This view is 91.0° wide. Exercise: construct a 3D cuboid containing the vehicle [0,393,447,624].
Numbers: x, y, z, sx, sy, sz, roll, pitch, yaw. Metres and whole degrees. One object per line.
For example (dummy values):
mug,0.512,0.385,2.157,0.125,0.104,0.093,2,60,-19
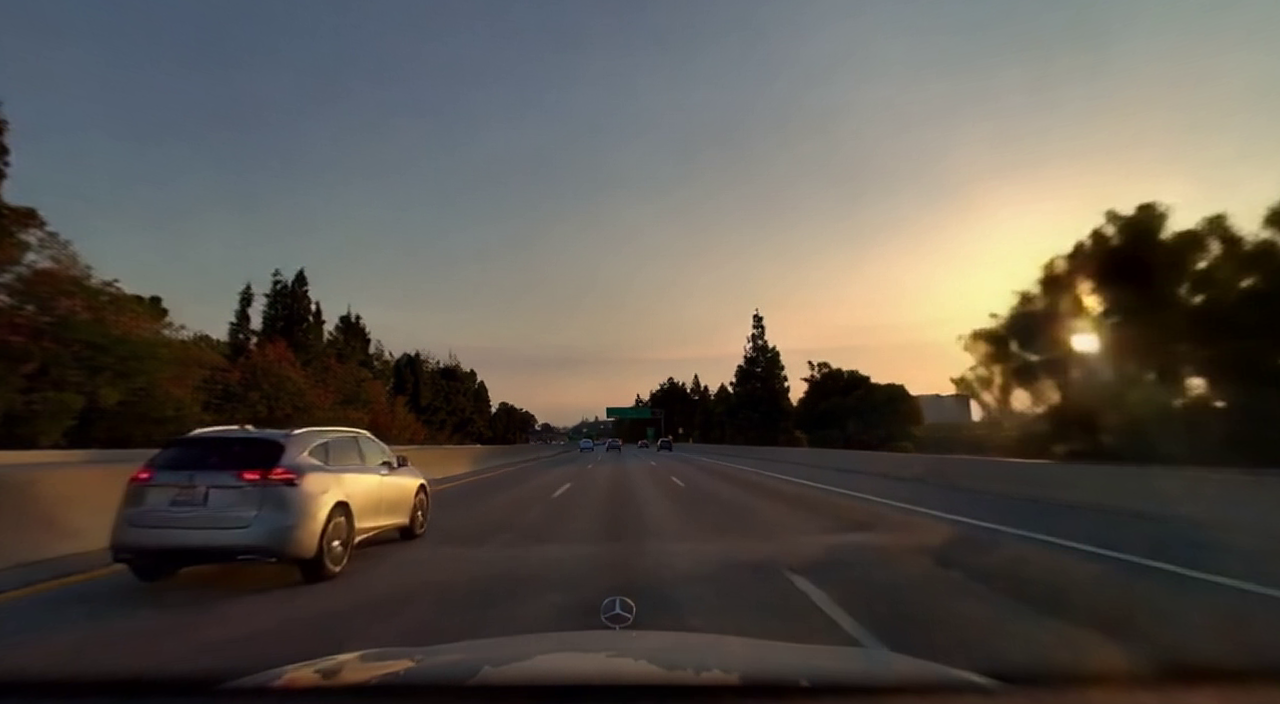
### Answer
vehicle,-3.776,1.441,6.769,2.074,1.652,4.273,0,-8,-1
